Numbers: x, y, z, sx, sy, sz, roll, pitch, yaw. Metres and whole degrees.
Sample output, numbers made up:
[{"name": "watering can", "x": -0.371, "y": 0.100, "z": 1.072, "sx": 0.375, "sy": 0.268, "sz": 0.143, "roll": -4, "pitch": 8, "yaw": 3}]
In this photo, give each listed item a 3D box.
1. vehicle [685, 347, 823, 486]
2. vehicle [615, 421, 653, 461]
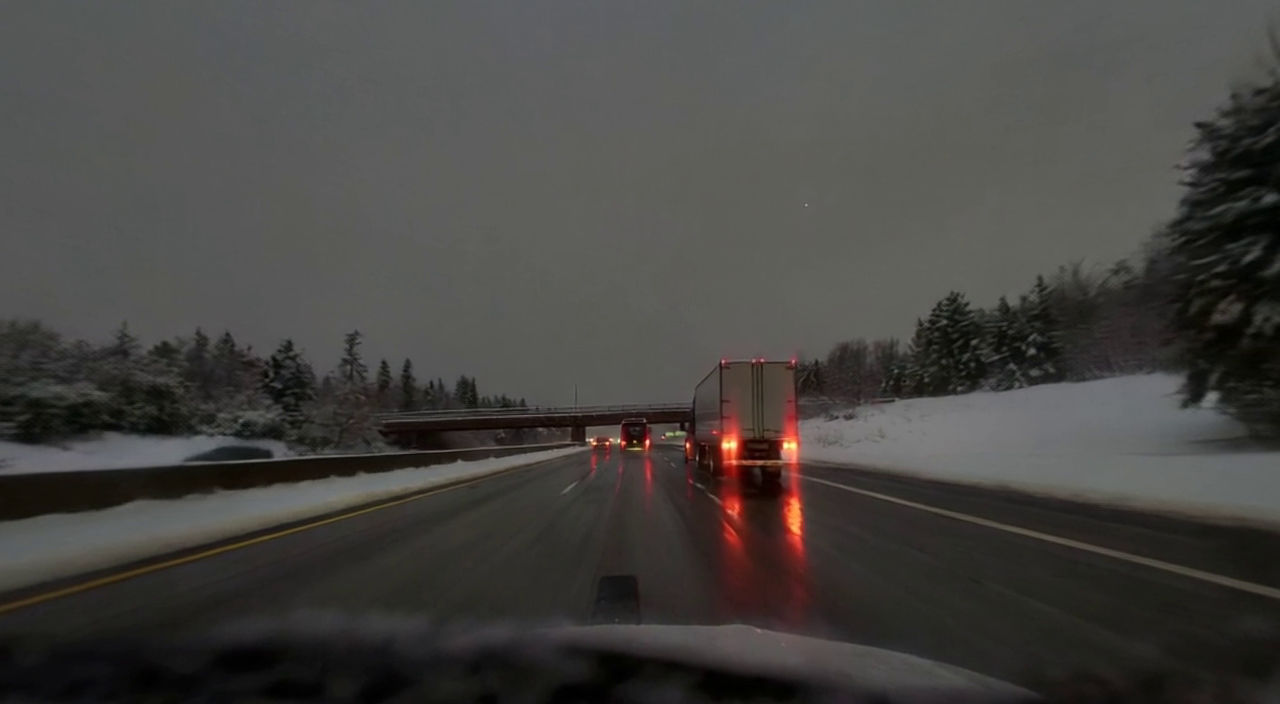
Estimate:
[{"name": "vehicle", "x": 3.676, "y": 2.627, "z": 23.688, "sx": 2.997, "sy": 3.983, "sz": 10.860, "roll": 1, "pitch": -8, "yaw": -1}, {"name": "vehicle", "x": -0.401, "y": 6.304, "z": 44.787, "sx": 2.481, "sy": 2.618, "sz": 6.314, "roll": 0, "pitch": -8, "yaw": 0}]
